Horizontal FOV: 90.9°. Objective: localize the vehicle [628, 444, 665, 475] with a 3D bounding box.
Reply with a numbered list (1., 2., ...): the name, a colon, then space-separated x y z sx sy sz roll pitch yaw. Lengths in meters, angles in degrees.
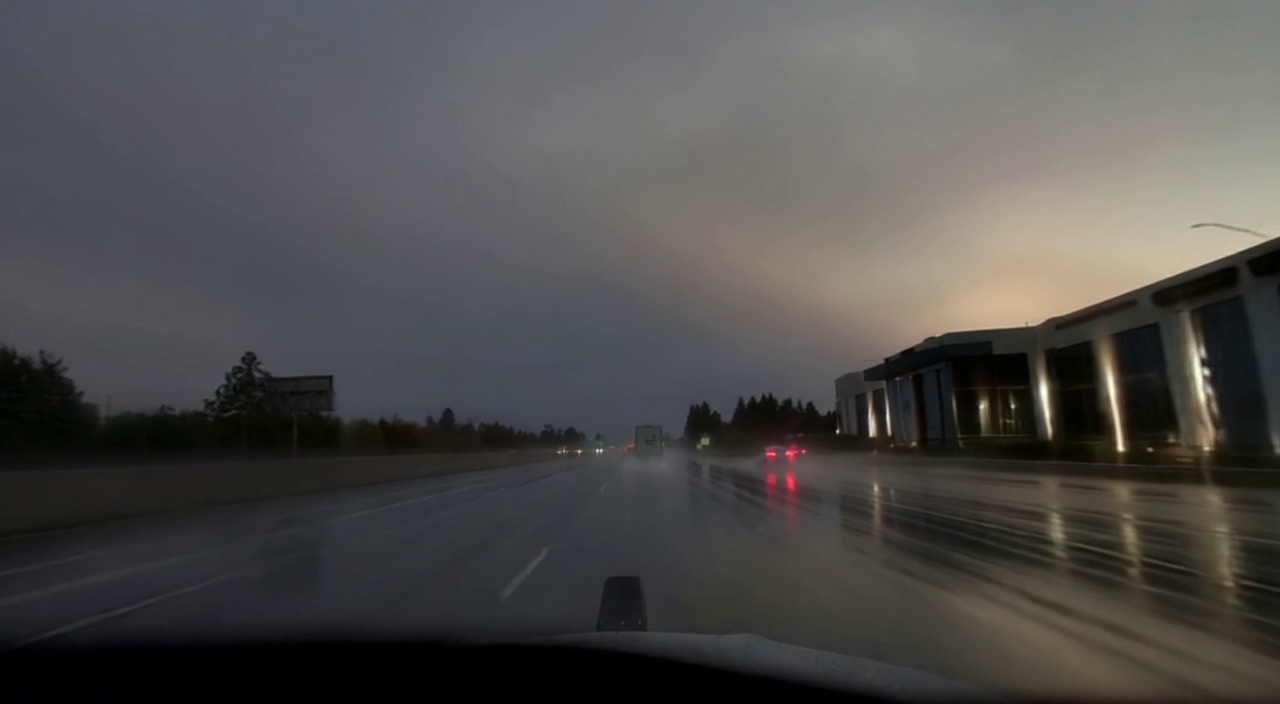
1. vehicle: 0.374 6.136 36.058 2.015 1.639 4.086 0 -9 1
